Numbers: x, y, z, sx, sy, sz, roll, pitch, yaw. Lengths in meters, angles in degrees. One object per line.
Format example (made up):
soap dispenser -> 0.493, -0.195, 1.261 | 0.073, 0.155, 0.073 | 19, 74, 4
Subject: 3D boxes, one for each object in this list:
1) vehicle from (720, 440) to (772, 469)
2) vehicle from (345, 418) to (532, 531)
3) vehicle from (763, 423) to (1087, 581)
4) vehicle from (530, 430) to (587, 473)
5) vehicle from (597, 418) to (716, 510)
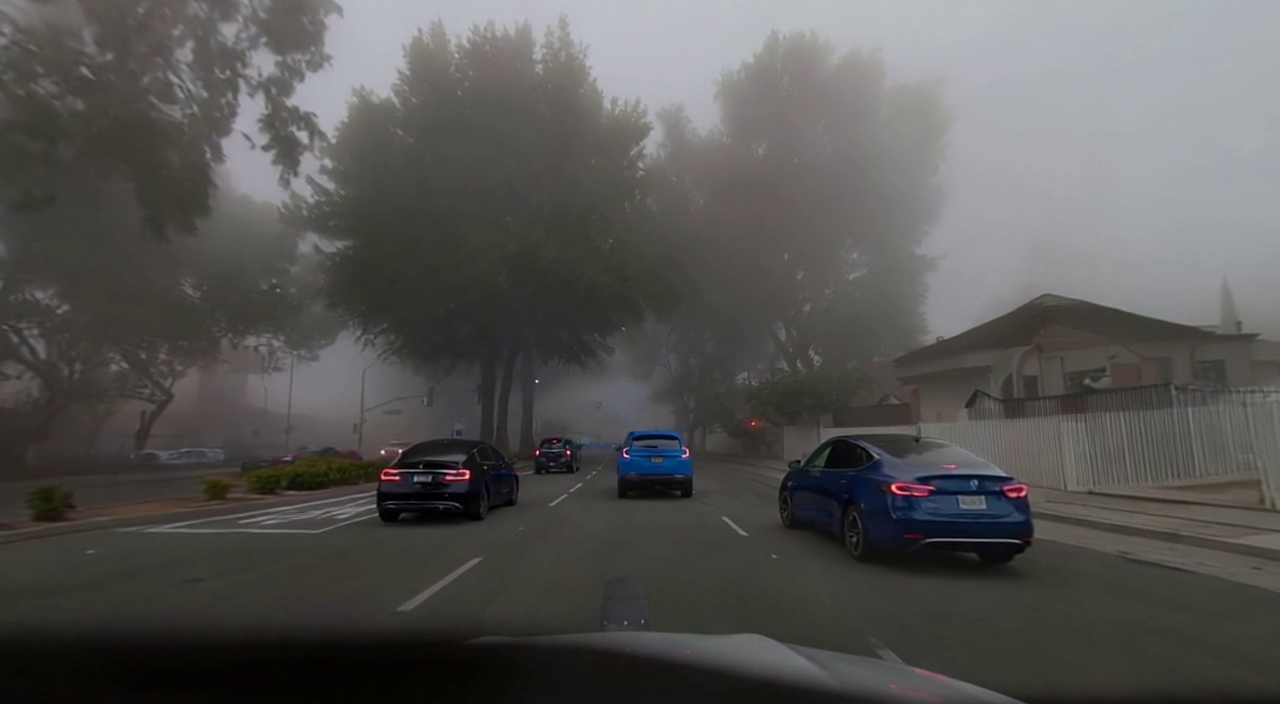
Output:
vehicle -> 5.795, 5.686, 35.098 | 2.010, 1.486, 4.498 | 0, -8, -1
vehicle -> -3.444, 2.198, 11.915 | 2.043, 1.687, 4.676 | 0, -8, -1
vehicle -> 3.190, 1.775, 8.378 | 2.017, 1.491, 4.611 | 0, -8, -2
vehicle -> -3.602, 4.490, 28.584 | 2.014, 1.755, 4.360 | 0, -8, 0
vehicle -> 0.200, 2.479, 14.363 | 2.280, 1.747, 4.361 | 0, -8, -3
